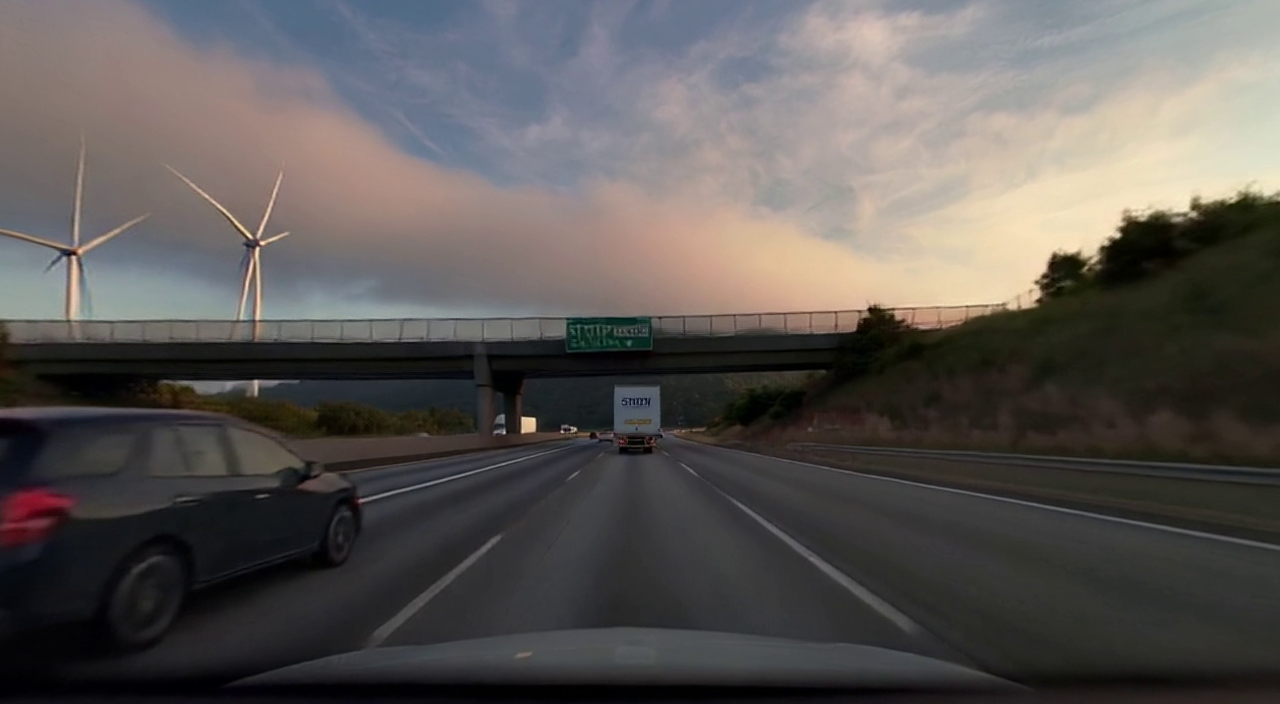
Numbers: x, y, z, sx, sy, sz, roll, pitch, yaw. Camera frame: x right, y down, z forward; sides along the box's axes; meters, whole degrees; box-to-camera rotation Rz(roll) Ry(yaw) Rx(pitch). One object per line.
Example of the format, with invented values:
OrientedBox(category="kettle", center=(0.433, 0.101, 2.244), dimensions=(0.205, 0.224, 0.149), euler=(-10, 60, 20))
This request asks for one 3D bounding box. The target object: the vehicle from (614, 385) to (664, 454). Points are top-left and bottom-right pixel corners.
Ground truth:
OrientedBox(category="vehicle", center=(-0.207, 4.749, 42.783), dimensions=(2.906, 3.990, 12.551), euler=(0, -8, -1))

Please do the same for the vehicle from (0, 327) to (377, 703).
OrientedBox(category="vehicle", center=(-3.671, 0.902, 3.680), dimensions=(2.167, 1.686, 4.946), euler=(0, -8, -1))
